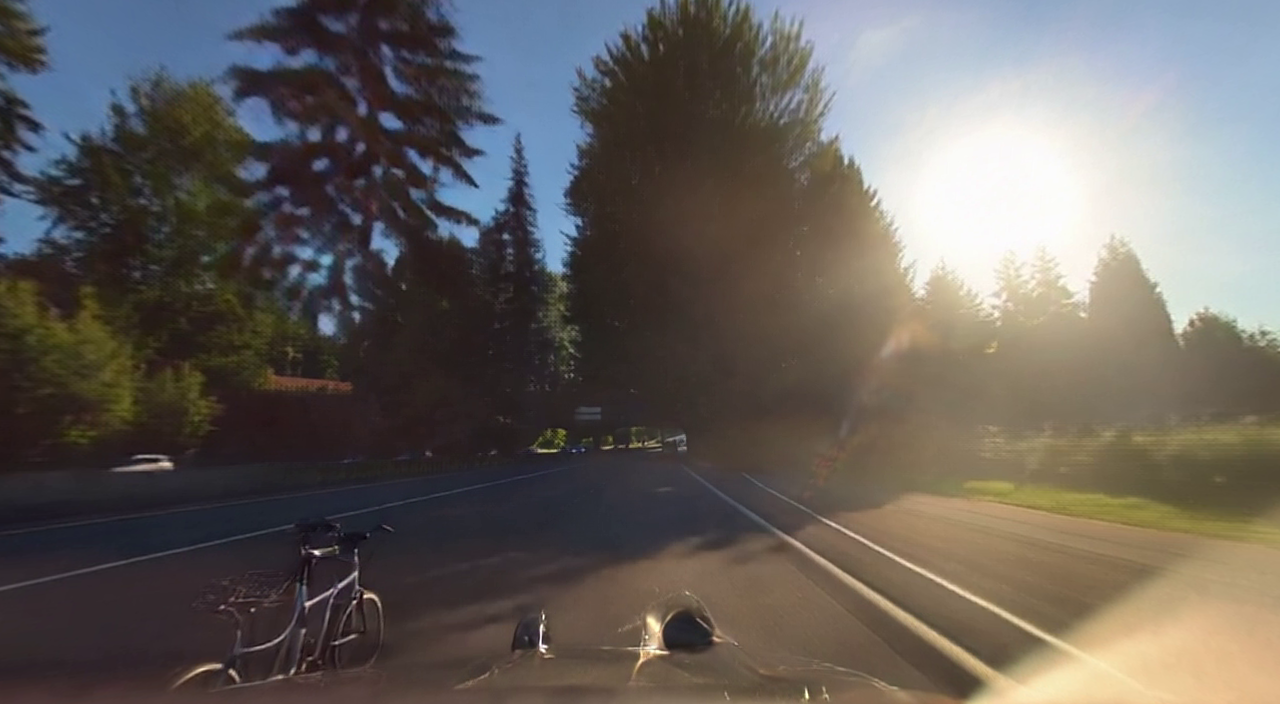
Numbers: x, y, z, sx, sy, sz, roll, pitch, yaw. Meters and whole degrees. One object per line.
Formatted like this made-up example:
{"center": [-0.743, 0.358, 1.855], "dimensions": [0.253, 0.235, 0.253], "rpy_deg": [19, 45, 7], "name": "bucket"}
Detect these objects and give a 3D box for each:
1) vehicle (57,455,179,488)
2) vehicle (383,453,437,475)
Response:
{"center": [-25.659, 5.867, 31.254], "dimensions": [1.888, 1.473, 4.745], "rpy_deg": [0, -9, 1], "name": "vehicle"}
{"center": [-16.458, 8.006, 45.329], "dimensions": [1.920, 1.477, 4.708], "rpy_deg": [0, -9, 2], "name": "vehicle"}
